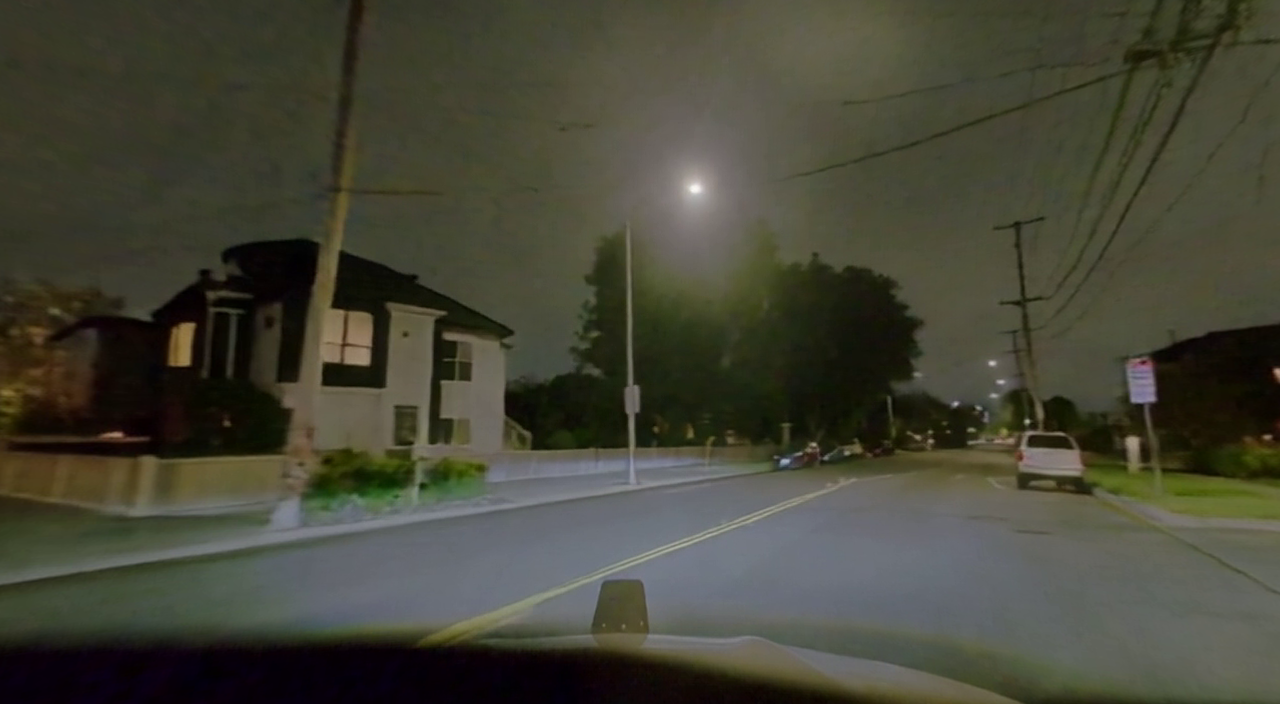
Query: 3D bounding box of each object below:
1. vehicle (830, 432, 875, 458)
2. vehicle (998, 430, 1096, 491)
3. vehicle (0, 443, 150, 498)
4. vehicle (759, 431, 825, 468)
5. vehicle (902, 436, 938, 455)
[{"bbox_3d":[15.707,6.867,46.466,2.120,1.799,5.370,-6,-10,28],"label":"vehicle"},{"bbox_3d":[11.552,3.068,18.204,2.014,1.482,4.599,-5,-10,29],"label":"vehicle"},{"bbox_3d":[-18.501,3.751,20.366,1.650,1.532,3.784,-6,-9,34],"label":"vehicle"},{"bbox_3d":[7.915,5.004,32.471,2.027,1.695,4.437,-8,-11,28],"label":"vehicle"},{"bbox_3d":[21.990,7.330,49.416,2.079,1.441,4.541,-5,-10,29],"label":"vehicle"}]
